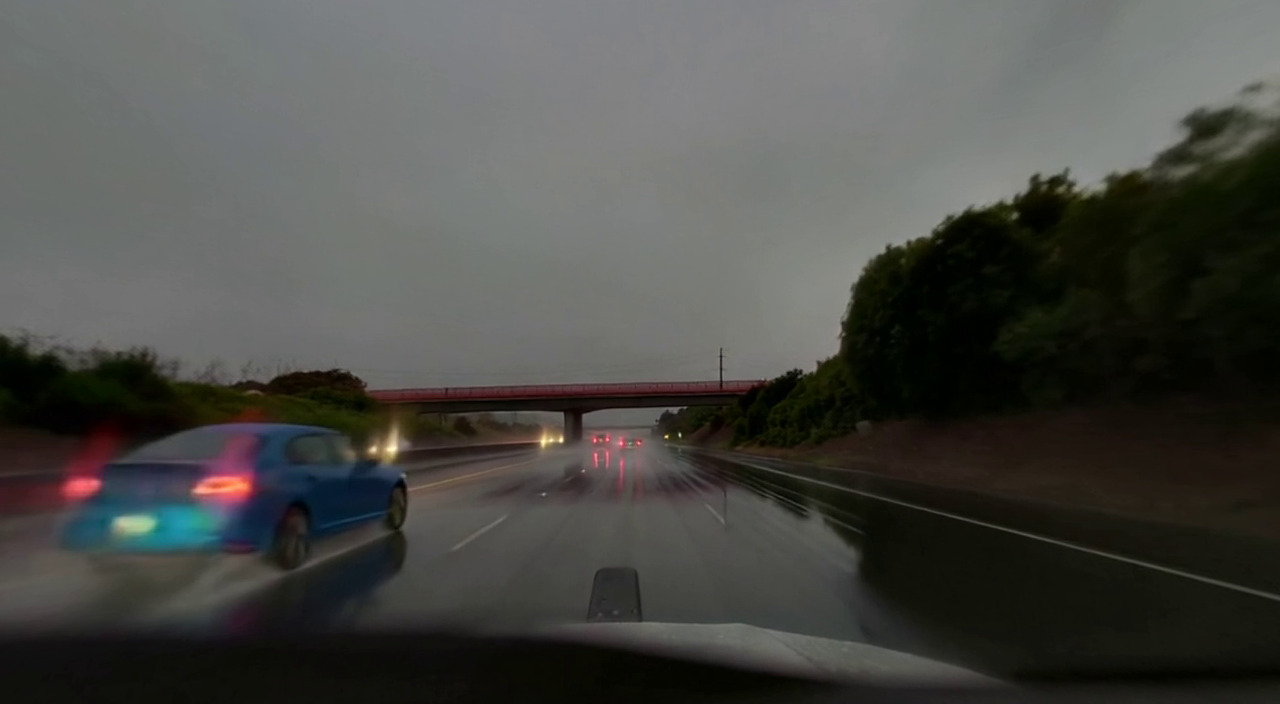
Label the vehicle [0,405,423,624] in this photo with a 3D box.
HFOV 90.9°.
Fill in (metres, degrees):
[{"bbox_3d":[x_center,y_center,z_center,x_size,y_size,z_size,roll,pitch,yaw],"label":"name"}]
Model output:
[{"bbox_3d":[-4.128,1.458,6.753,2.074,1.535,4.437,0,-8,-1],"label":"vehicle"}]
